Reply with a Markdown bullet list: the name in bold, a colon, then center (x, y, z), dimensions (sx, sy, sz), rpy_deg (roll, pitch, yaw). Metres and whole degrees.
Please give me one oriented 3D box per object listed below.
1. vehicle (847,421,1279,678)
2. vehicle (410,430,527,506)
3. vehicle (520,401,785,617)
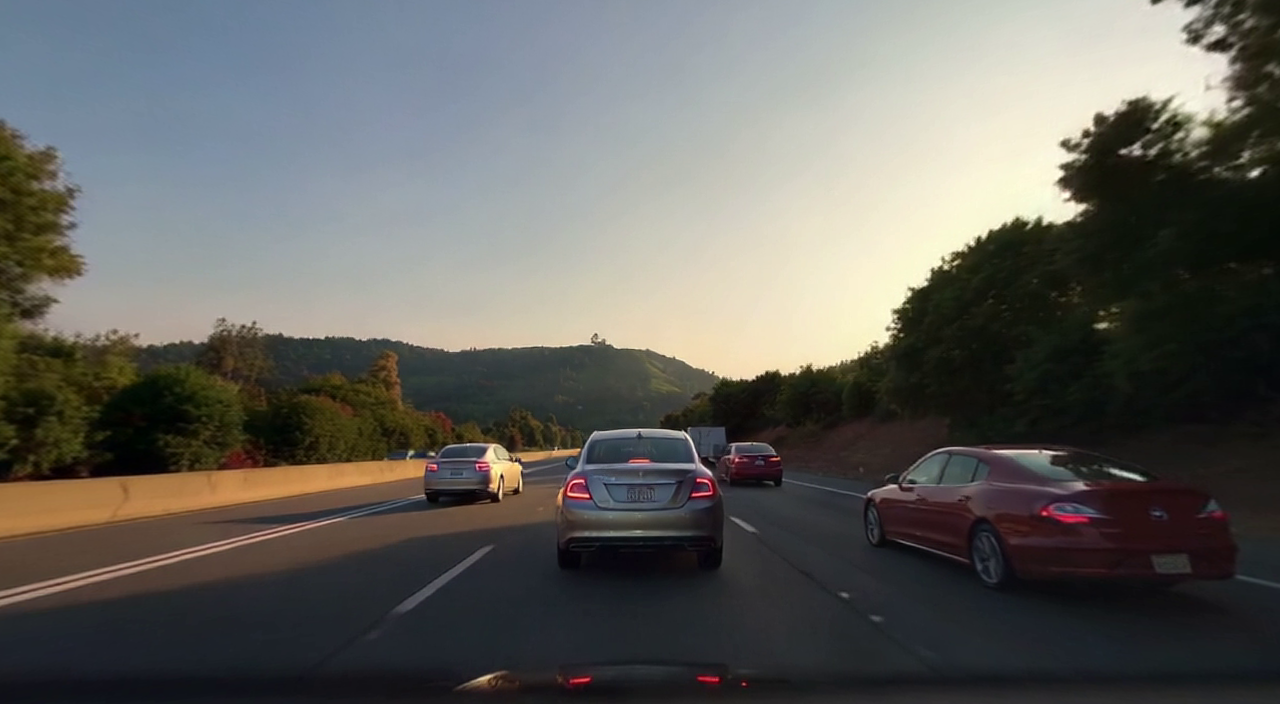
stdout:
- **vehicle**: center (3.701, 1.473, 5.897), dimensions (1.953, 1.434, 4.511), rpy_deg (0, -9, -1)
- **vehicle**: center (-4.250, 2.938, 16.266), dimensions (1.890, 1.708, 3.844), rpy_deg (0, -9, 0)
- **vehicle**: center (0.053, 1.537, 6.977), dimensions (2.093, 1.695, 3.782), rpy_deg (0, -9, -2)
